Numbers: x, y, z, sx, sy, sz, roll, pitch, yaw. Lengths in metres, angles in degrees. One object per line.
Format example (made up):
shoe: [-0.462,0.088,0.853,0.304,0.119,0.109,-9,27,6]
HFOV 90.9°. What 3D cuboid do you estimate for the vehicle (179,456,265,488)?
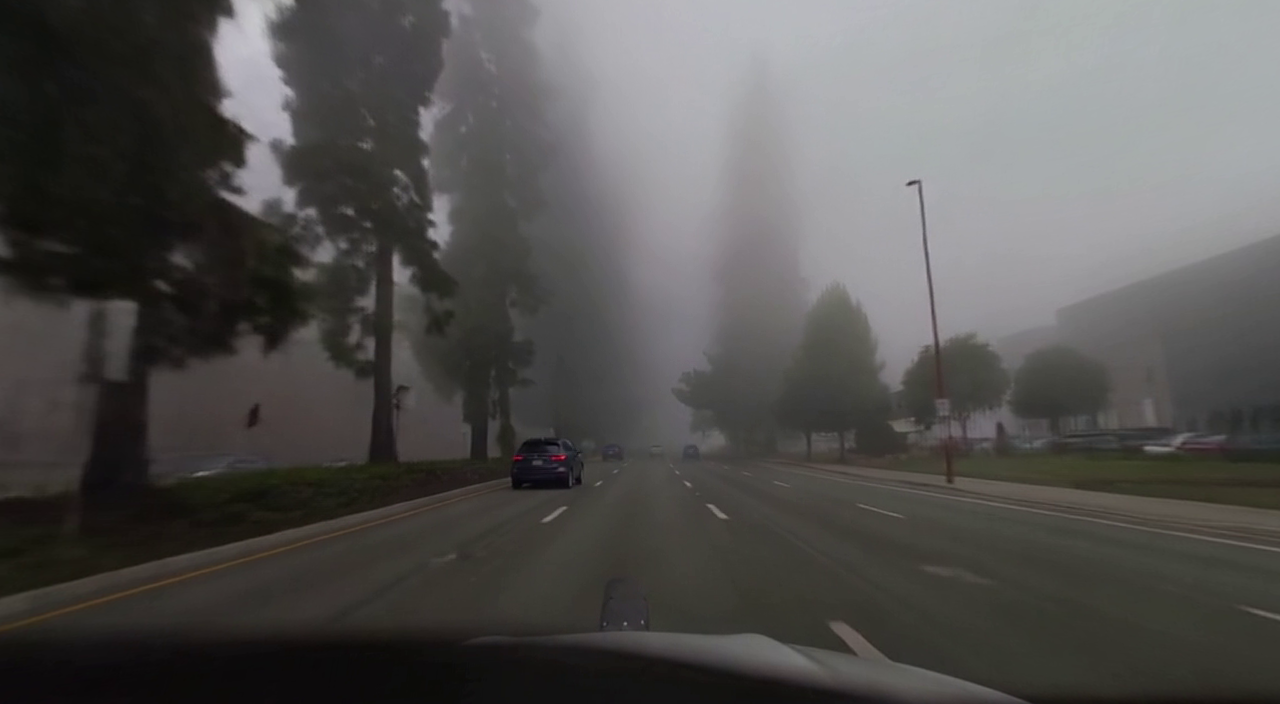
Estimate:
vehicle: [-24.144,6.933,36.641,1.830,1.663,4.537,0,-9,0]

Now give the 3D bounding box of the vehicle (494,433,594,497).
vehicle: [-2.676,3.303,18.802,2.121,1.656,4.559,0,-9,2]
